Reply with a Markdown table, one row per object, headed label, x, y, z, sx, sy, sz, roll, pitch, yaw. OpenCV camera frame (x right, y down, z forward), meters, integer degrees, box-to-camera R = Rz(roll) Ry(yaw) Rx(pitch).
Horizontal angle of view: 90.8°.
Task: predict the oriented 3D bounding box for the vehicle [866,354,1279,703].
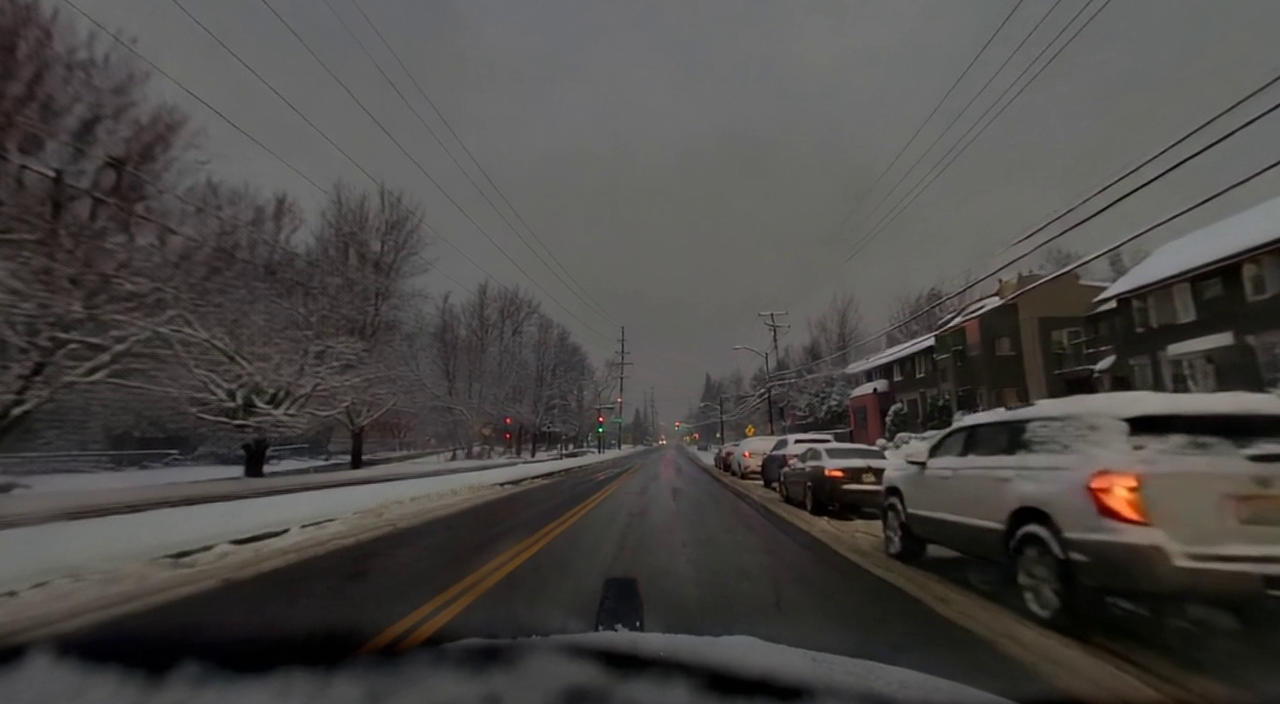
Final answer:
| label | x | y | z | sx | sy | sz | roll | pitch | yaw |
| --- | --- | --- | --- | --- | --- | --- | --- | --- | --- |
| vehicle | 3.987 | 1.277 | 5.404 | 2.359 | 1.817 | 4.985 | 0 | -9 | 1 |

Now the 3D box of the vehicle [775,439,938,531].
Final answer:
| label | x | y | z | sx | sy | sz | roll | pitch | yaw |
| --- | --- | --- | --- | --- | --- | --- | --- | --- | --- |
| vehicle | 4.152 | 2.600 | 13.066 | 1.925 | 1.505 | 4.895 | 0 | -9 | 4 |
